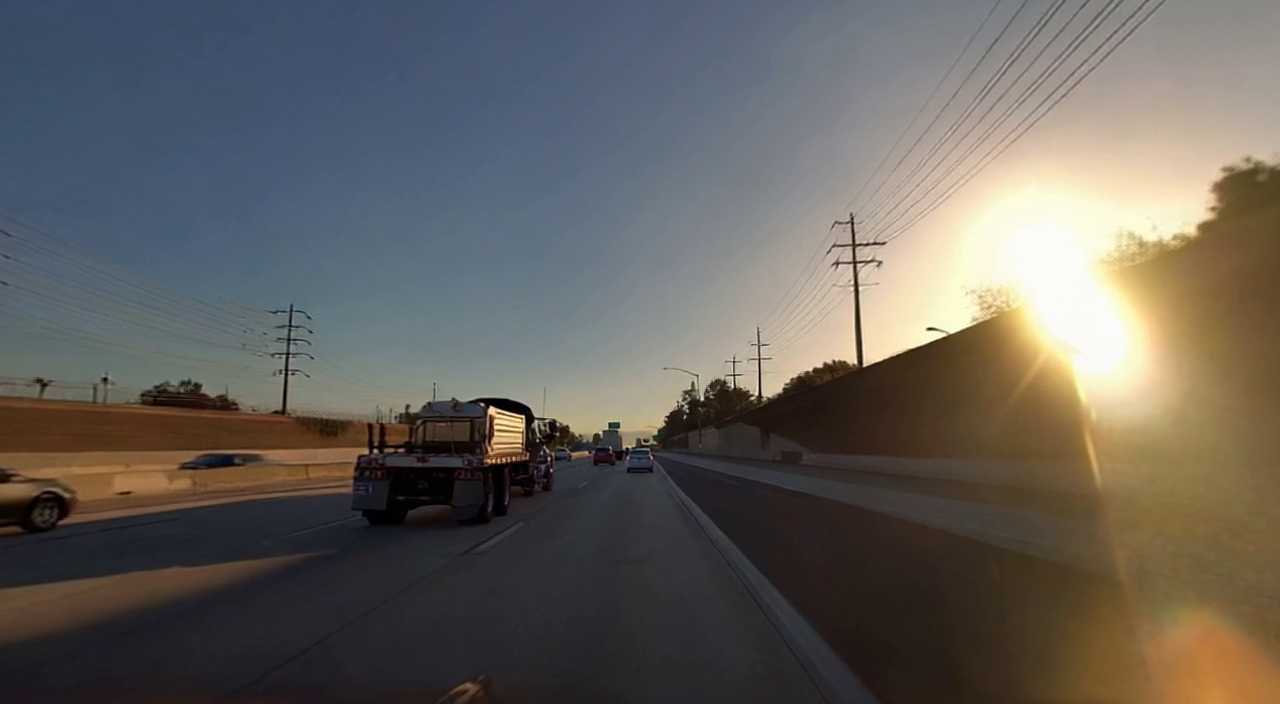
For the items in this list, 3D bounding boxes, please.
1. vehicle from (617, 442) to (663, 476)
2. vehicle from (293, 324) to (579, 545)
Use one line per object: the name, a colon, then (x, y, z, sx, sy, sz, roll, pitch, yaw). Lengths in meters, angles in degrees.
vehicle: (0.004, 5.473, 32.347, 2.178, 1.640, 4.071, 0, -9, 0)
vehicle: (-3.422, 1.878, 13.866, 3.023, 3.246, 9.102, 0, -9, 2)
